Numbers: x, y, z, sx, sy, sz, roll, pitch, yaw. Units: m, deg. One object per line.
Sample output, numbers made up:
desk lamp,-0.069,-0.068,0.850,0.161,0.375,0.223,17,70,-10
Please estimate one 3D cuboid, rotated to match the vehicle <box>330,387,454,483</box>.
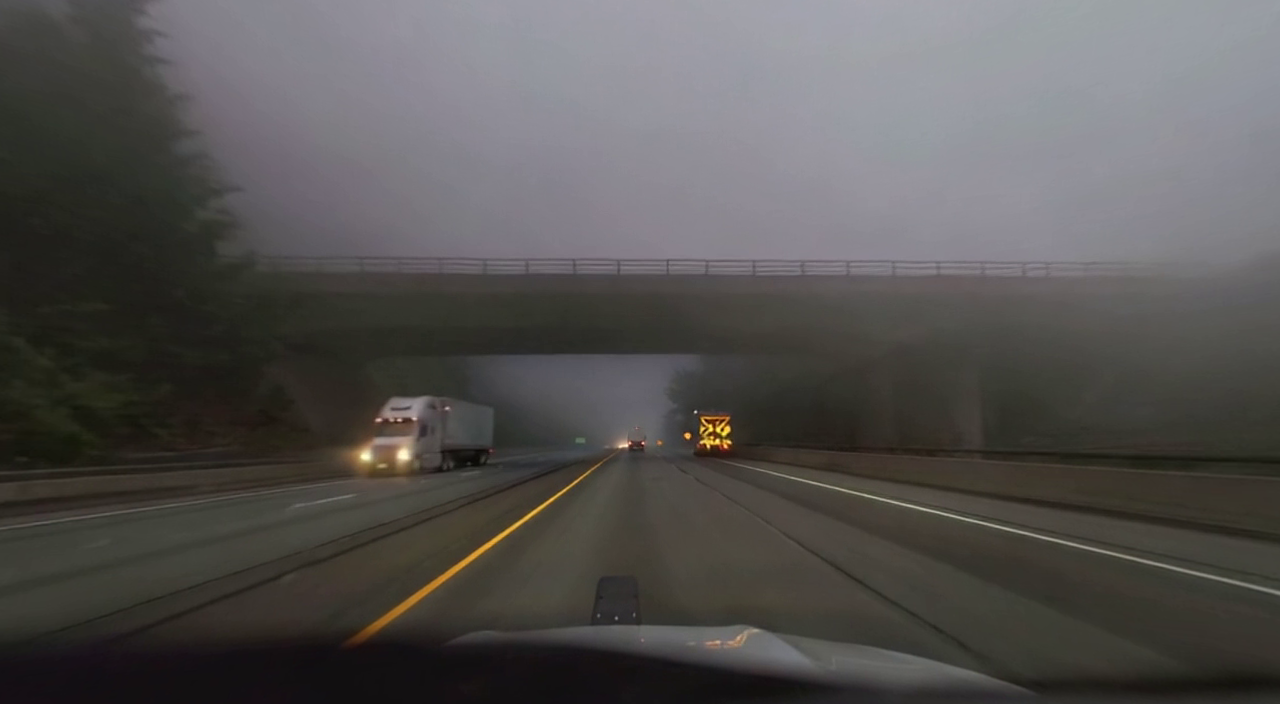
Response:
vehicle,-10.929,3.762,28.510,3.280,3.862,5.699,-1,-8,-1
